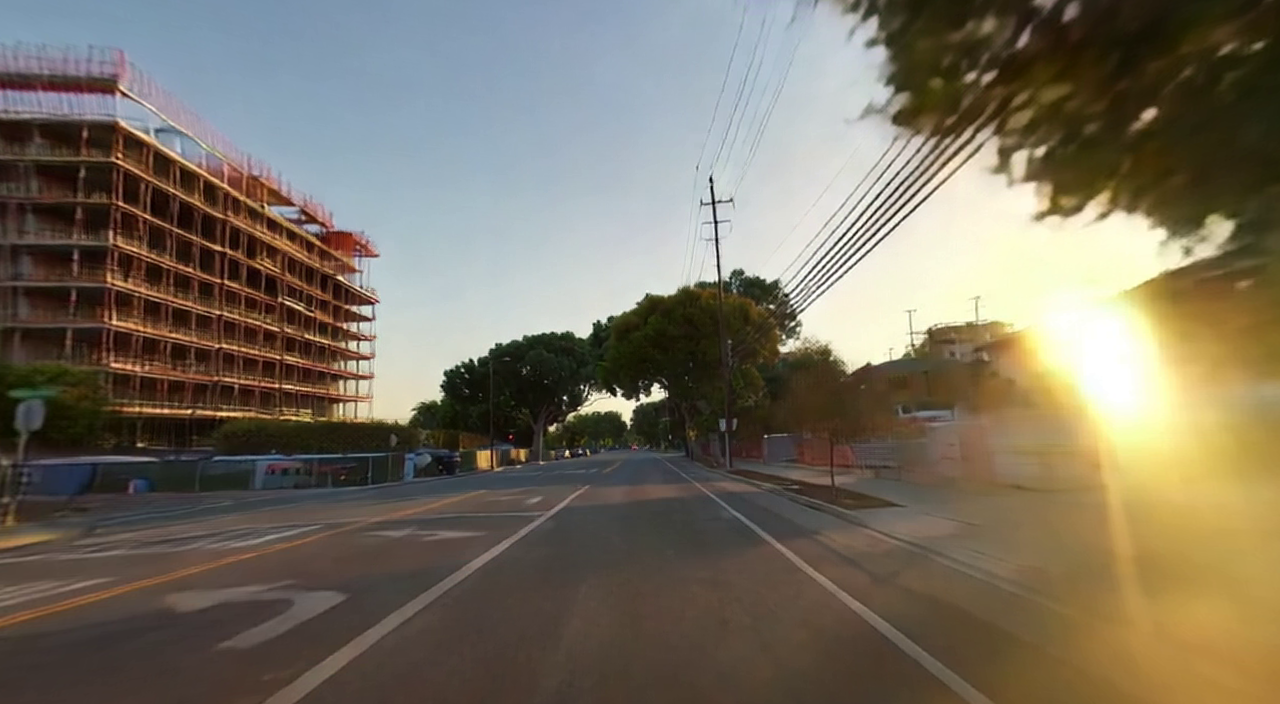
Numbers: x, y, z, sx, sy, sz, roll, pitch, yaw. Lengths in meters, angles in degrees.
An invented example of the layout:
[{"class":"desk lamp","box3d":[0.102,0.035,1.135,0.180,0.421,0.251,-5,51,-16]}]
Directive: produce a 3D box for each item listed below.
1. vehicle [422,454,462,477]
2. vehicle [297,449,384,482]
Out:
[{"class":"vehicle","box3d":[-15.423,8.744,48.931,2.002,1.683,4.664,5,-11,-28]},{"class":"vehicle","box3d":[-20.091,7.634,42.426,4.712,1.927,2.237,-3,-10,0]}]
